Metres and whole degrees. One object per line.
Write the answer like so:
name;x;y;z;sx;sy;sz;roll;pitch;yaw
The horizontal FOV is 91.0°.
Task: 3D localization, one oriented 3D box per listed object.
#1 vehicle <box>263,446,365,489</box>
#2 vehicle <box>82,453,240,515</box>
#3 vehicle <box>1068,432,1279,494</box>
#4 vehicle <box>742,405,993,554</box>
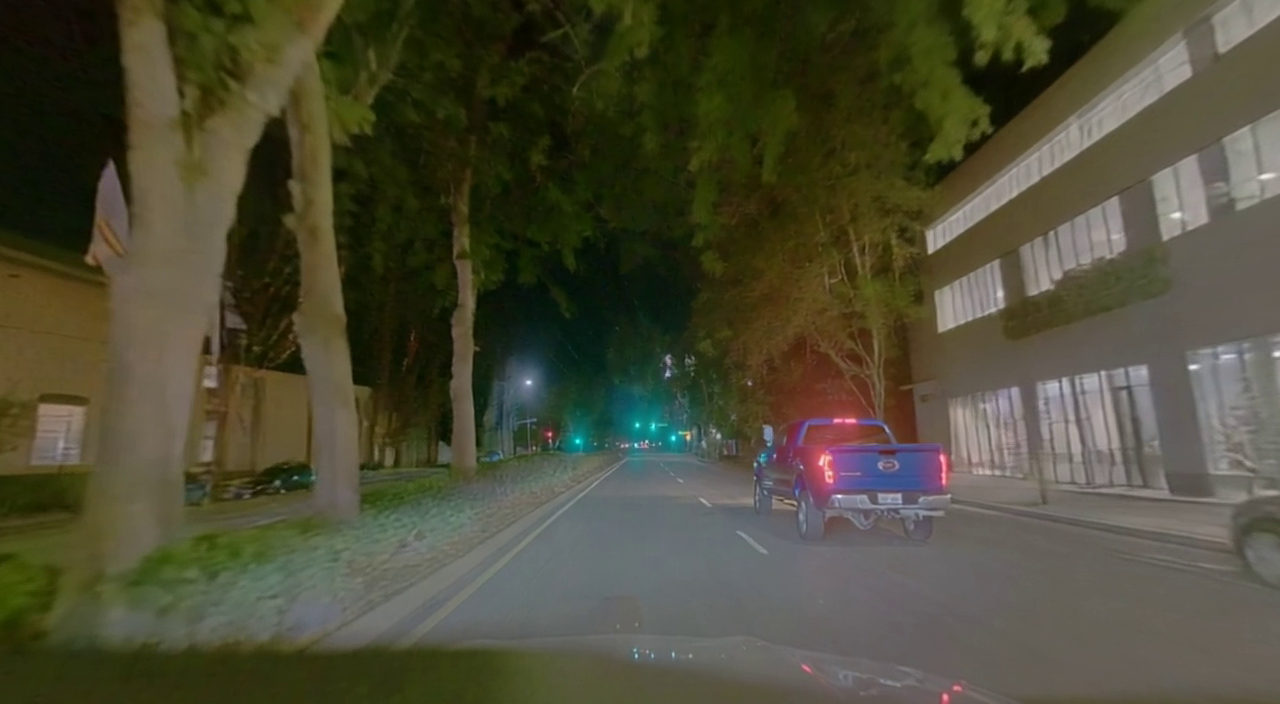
vehicle;-15.680;5.546;30.661;2.097;1.852;5.090;-1;-9;2
vehicle;-16.064;4.397;21.510;1.919;1.616;4.723;-5;-8;-3
vehicle;14.789;3.072;17.596;4.083;1.505;1.971;-2;-8;2
vehicle;3.253;1.977;10.523;2.085;1.828;5.383;0;-9;-1
